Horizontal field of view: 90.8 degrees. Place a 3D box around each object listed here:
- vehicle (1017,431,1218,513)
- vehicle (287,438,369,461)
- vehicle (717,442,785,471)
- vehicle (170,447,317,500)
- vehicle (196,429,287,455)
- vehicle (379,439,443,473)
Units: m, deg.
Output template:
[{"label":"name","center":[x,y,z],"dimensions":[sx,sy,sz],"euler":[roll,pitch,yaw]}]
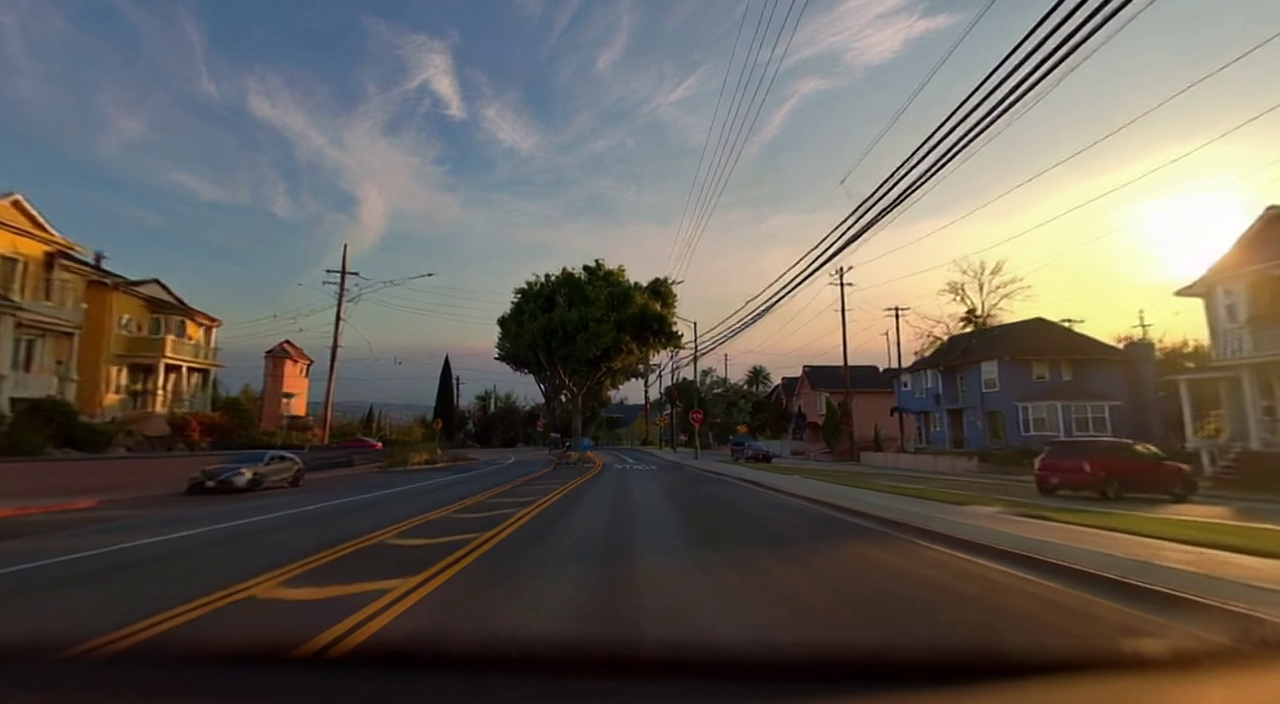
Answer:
[{"label":"vehicle","center":[10.989,2.715,14.872],"dimensions":[1.600,1.488,3.563],"euler":[2,-5,-12]},{"label":"vehicle","center":[-21.880,6.846,44.430],"dimensions":[4.647,1.515,2.009],"euler":[1,-8,-6]},{"label":"vehicle","center":[6.089,5.776,35.235],"dimensions":[2.081,1.496,4.490],"euler":[2,-9,-13]},{"label":"vehicle","center":[-12.450,3.801,20.316],"dimensions":[1.957,1.459,4.913],"euler":[1,-8,-6]},{"label":"vehicle","center":[-27.501,6.238,43.717],"dimensions":[4.842,1.690,1.938],"euler":[1,-8,-9]},{"label":"vehicle","center":[-13.220,6.014,36.834],"dimensions":[1.940,1.789,5.086],"euler":[0,-8,-2]}]
